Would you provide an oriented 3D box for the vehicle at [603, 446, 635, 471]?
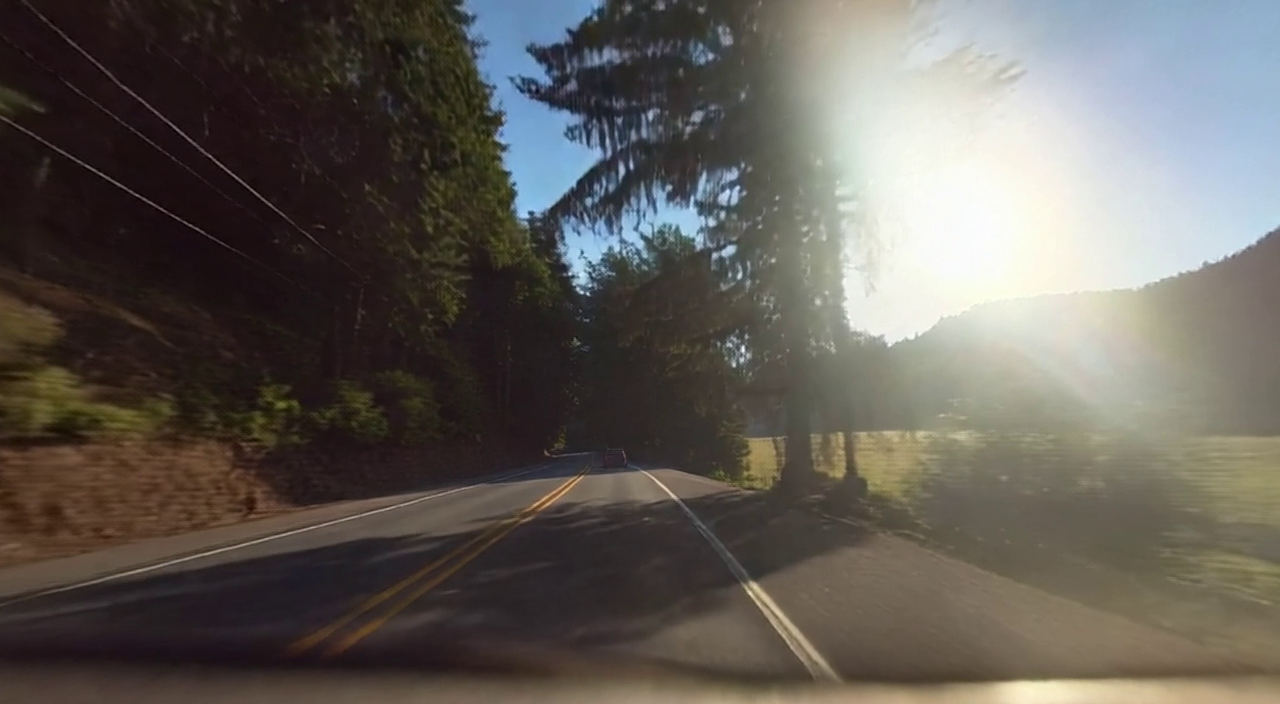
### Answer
[{"bbox_3d":[-1.443,7.029,41.906,2.042,1.489,3.963,0,-9,-3],"label":"vehicle"}]
